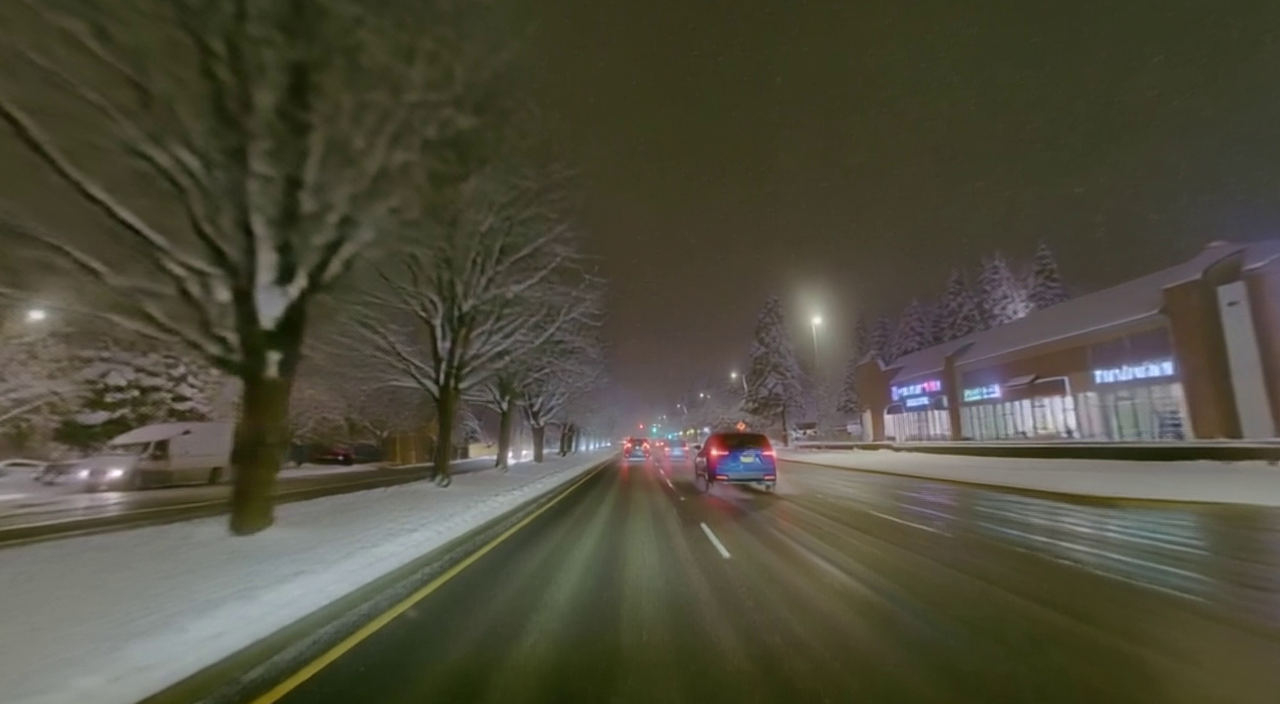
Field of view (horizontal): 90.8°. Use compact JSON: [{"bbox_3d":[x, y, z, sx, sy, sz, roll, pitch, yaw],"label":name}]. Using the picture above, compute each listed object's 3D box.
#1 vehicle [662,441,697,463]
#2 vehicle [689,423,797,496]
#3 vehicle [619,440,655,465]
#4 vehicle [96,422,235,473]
[{"bbox_3d":[2.558,6.602,41.757,1.970,1.402,3.756,0,-8,-2],"label":"vehicle"},{"bbox_3d":[2.774,3.050,18.254,2.140,1.811,4.593,0,-8,-2],"label":"vehicle"},{"bbox_3d":[-0.209,6.088,38.353,2.056,1.440,3.798,0,-8,-1],"label":"vehicle"},{"bbox_3d":[-27.005,5.432,36.135,5.905,2.803,2.261,0,-8,-2],"label":"vehicle"}]
